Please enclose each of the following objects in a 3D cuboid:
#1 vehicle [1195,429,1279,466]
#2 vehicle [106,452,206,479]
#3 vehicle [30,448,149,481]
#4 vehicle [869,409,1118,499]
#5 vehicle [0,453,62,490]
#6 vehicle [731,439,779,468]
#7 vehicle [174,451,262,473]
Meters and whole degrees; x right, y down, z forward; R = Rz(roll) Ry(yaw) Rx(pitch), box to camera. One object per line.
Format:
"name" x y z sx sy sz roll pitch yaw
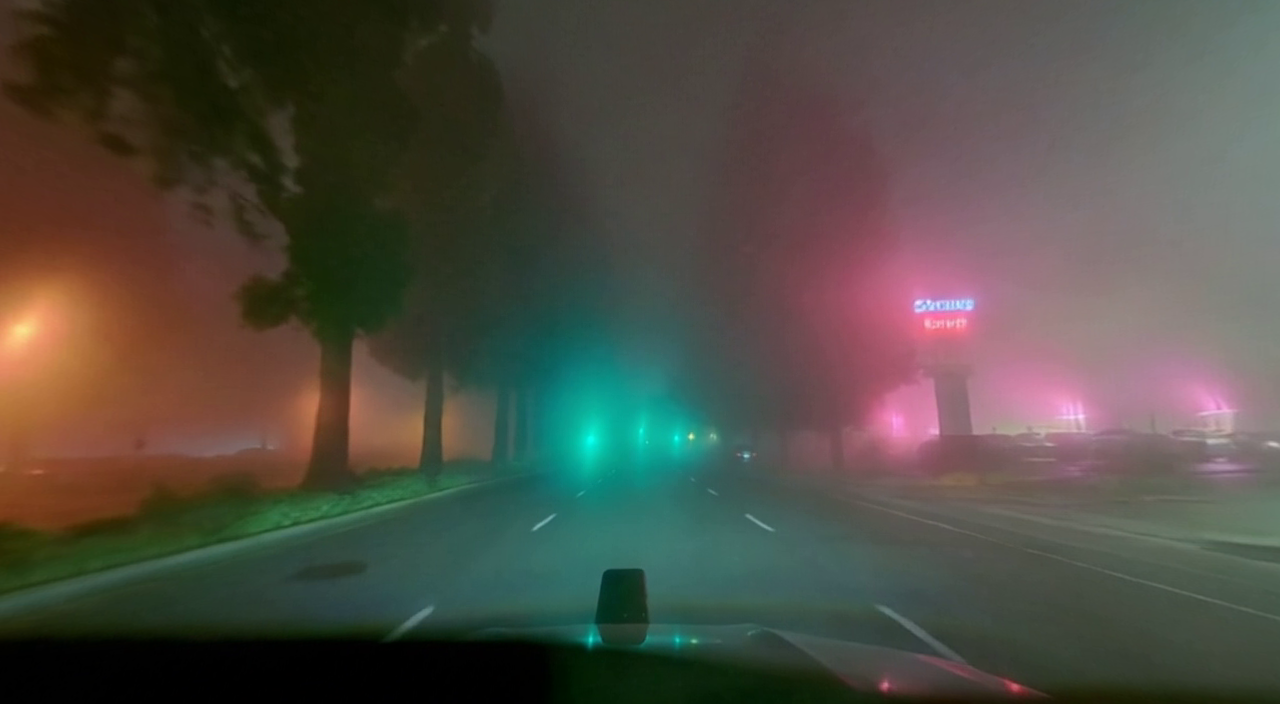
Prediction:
"vehicle" 29.660 4.528 30.019 4.342 1.713 2.036 -1 -8 2
"vehicle" -33.091 7.750 43.177 4.993 1.742 2.124 0 -8 0
"vehicle" -32.661 6.686 37.512 4.923 1.843 2.179 0 -9 0
"vehicle" 9.058 2.715 16.883 5.329 2.114 2.325 -3 -9 18
"vehicle" -38.811 7.359 38.979 1.904 2.047 4.395 0 -8 -2
"vehicle" 7.215 6.437 40.187 2.084 1.736 4.754 0 -8 -1
"vehicle" -32.646 8.516 48.837 5.238 1.618 2.263 -1 -8 1
